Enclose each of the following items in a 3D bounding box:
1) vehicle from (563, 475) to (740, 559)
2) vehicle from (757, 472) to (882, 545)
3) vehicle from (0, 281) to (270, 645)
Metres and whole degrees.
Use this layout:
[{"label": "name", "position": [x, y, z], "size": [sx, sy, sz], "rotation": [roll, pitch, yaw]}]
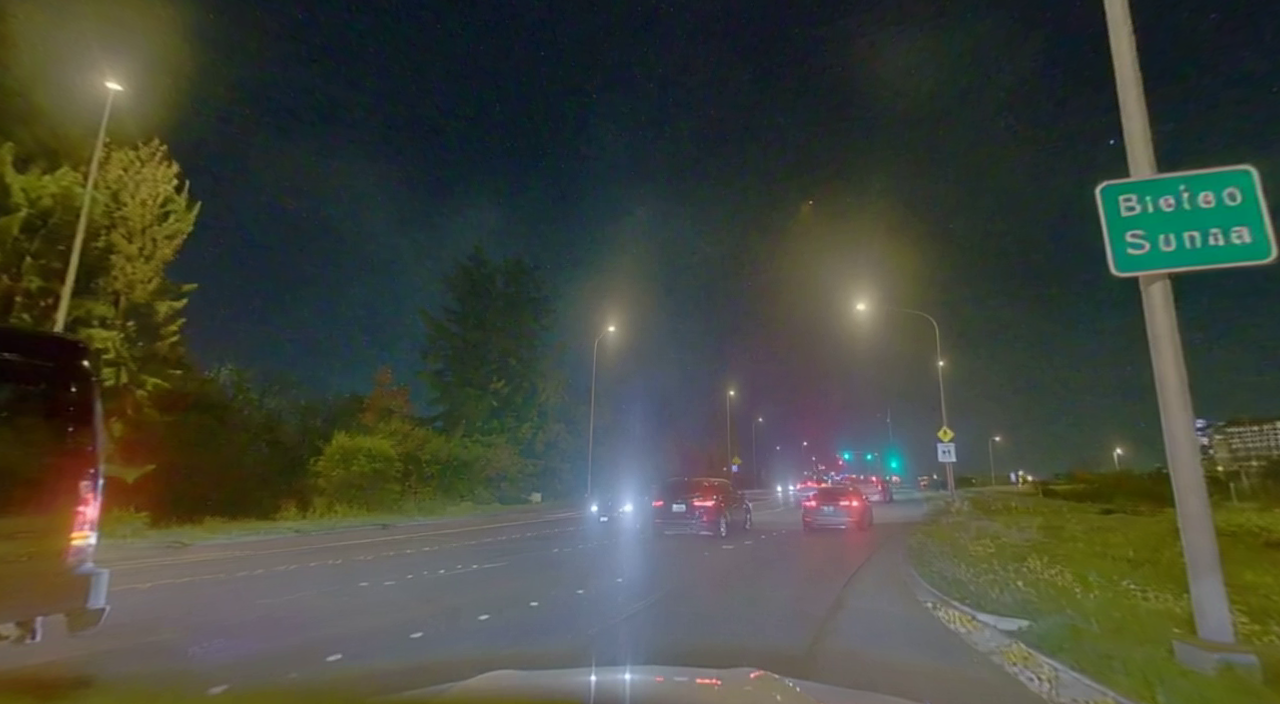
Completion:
[{"label": "vehicle", "position": [0.509, 3.516, 14.067], "size": [2.030, 1.441, 4.806], "rotation": [-4, -12, 26]}, {"label": "vehicle", "position": [4.609, 3.785, 15.736], "size": [2.129, 1.471, 4.258], "rotation": [-4, -12, 27]}, {"label": "vehicle", "position": [-7.557, 0.918, 5.539], "size": [2.616, 3.316, 6.739], "rotation": [-4, -12, 27]}]
